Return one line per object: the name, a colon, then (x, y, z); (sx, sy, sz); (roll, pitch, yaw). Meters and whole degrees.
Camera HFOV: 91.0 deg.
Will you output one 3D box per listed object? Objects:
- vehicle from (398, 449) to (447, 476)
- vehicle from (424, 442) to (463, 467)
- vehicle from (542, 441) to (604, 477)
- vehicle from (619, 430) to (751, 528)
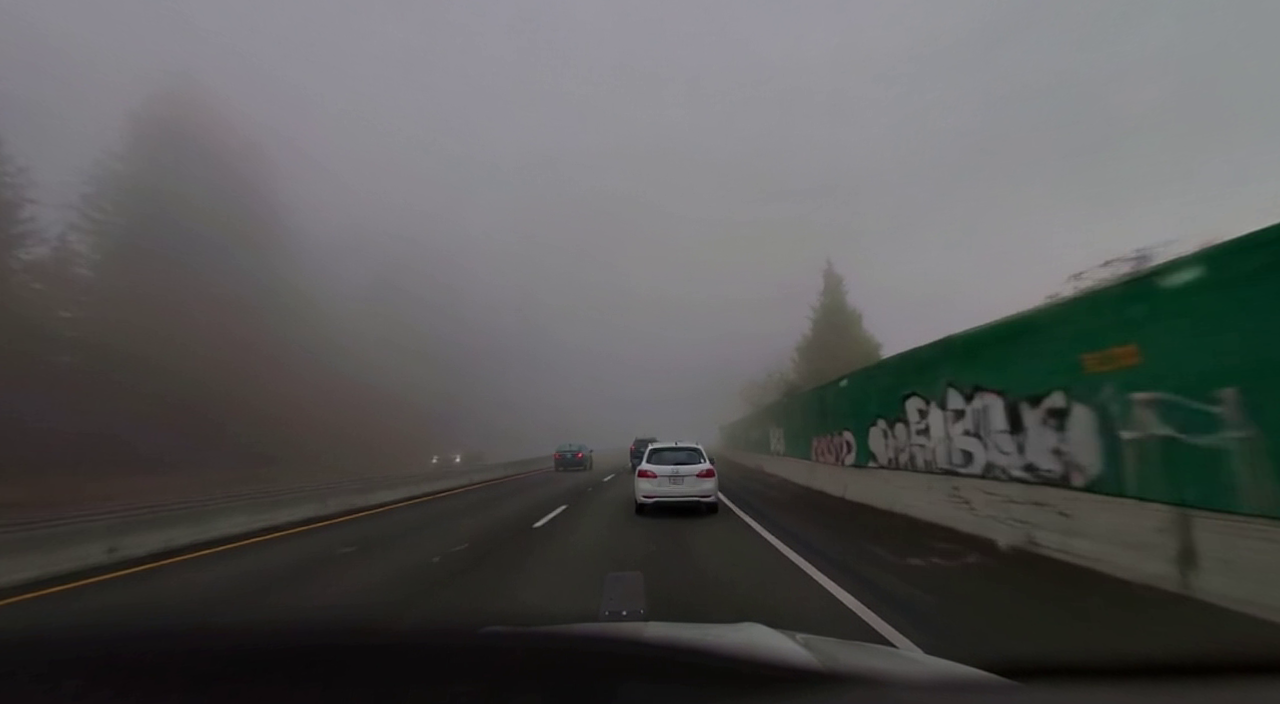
vehicle: (-15.220, 7.718, 44.229); (1.910, 1.820, 4.007); (0, -8, 1)
vehicle: (-15.128, 7.871, 48.612); (1.831, 1.837, 3.199); (-1, -9, 3)
vehicle: (-2.861, 4.692, 27.869); (2.059, 1.471, 4.152); (-1, -8, 3)
vehicle: (0.744, 2.297, 11.936); (2.077, 1.533, 3.854); (0, -8, 1)
